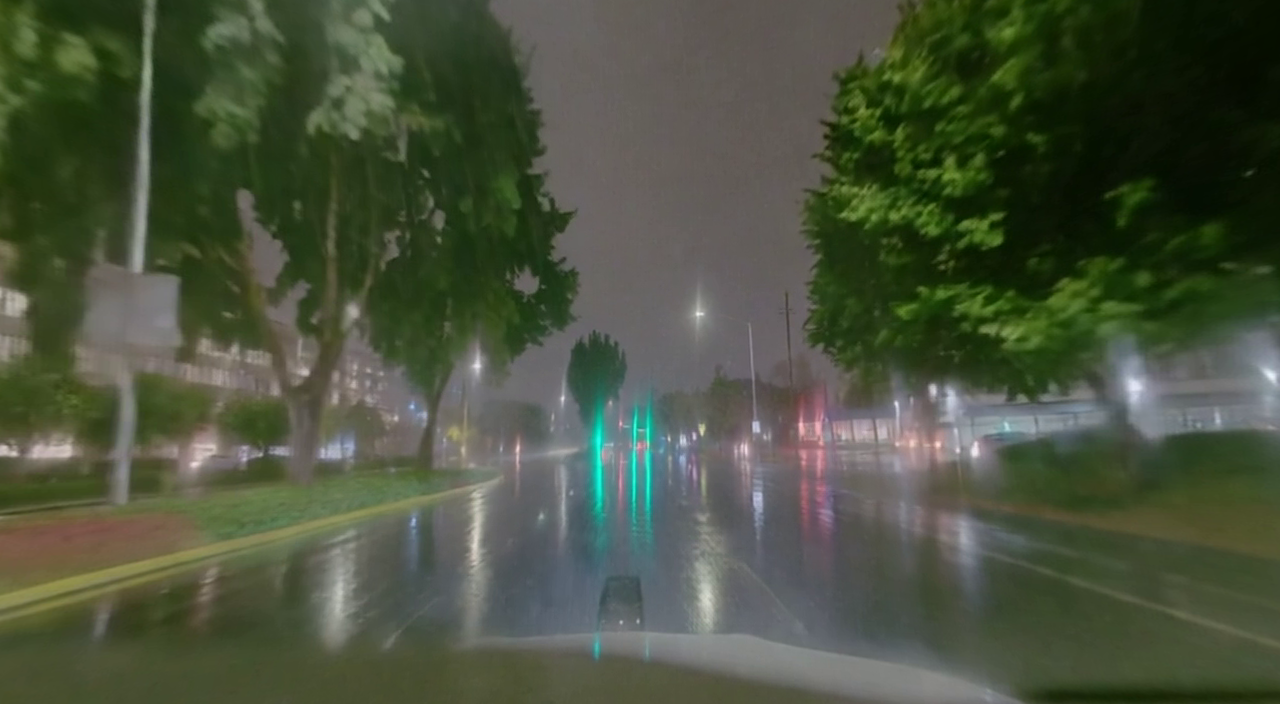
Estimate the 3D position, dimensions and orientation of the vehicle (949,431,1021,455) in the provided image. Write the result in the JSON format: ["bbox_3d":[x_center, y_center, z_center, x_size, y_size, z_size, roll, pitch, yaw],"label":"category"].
[{"bbox_3d":[22.197,5.923,40.864,1.834,1.444,4.703,0,-8,-2],"label":"vehicle"}]
